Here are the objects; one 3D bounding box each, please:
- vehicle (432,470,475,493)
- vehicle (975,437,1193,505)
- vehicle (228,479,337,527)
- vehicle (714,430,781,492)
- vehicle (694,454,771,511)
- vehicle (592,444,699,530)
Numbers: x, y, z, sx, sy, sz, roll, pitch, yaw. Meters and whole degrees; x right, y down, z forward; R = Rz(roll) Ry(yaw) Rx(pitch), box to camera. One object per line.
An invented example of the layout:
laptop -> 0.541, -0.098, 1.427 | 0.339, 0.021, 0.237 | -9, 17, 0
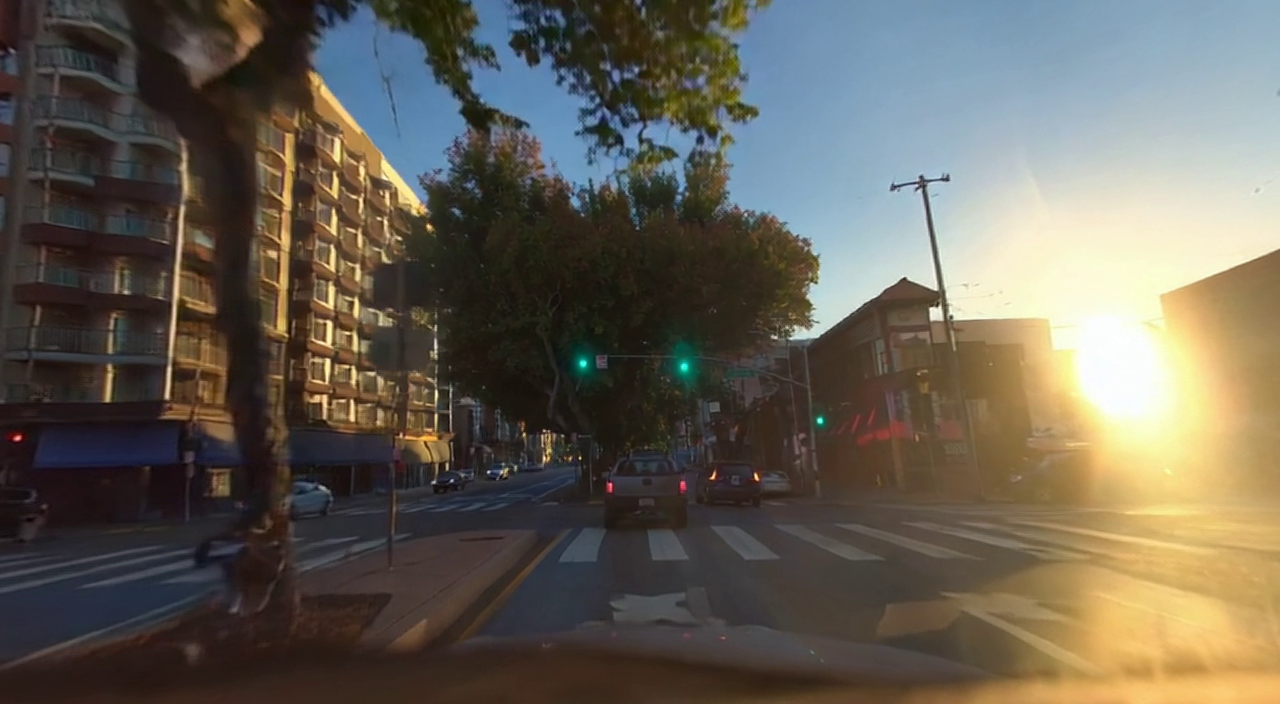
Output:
vehicle -> -14.435, 10.053, 49.051 | 2.043, 1.526, 4.617 | 0, -9, -1
vehicle -> 13.994, 3.770, 20.236 | 5.156, 2.005, 2.122 | -1, -9, 6
vehicle -> -14.192, 5.992, 25.375 | 1.856, 1.521, 4.309 | 0, -9, 0
vehicle -> 6.326, 6.536, 38.251 | 2.803, 3.401, 6.688 | 0, -9, 0
vehicle -> 3.129, 4.496, 22.153 | 1.939, 1.746, 4.091 | 0, -9, -2
vehicle -> 0.093, 3.128, 15.186 | 2.209, 1.748, 4.130 | 0, -9, -1
